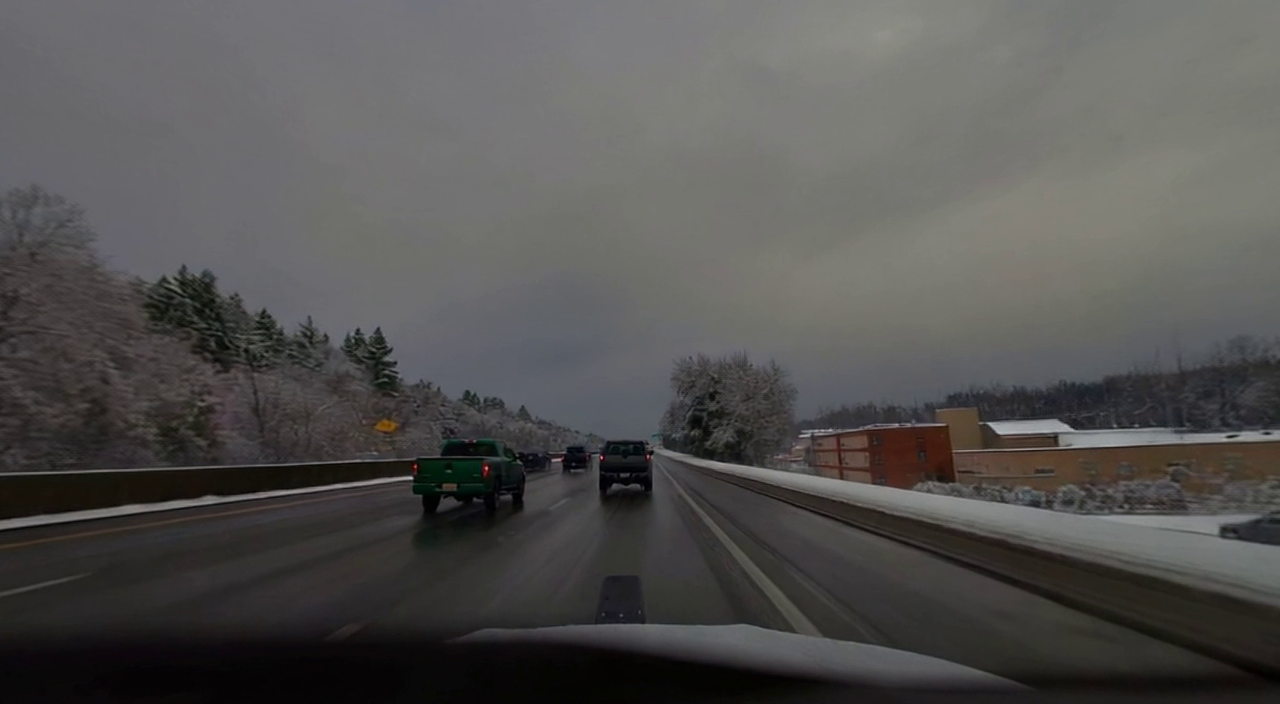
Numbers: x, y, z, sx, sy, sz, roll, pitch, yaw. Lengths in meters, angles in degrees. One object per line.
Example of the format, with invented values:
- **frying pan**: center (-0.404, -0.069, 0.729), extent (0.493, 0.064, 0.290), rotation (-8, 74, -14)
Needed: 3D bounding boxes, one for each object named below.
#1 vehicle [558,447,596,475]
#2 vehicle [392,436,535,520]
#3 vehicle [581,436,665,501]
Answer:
- **vehicle**: center (-4.163, 7.295, 42.632), extent (1.991, 1.776, 4.333), rotation (0, -8, 2)
- **vehicle**: center (-4.084, 2.987, 15.672), extent (2.038, 1.704, 5.181), rotation (0, -8, 0)
- **vehicle**: center (-0.448, 3.518, 19.574), extent (2.293, 1.753, 4.380), rotation (0, -8, 1)
